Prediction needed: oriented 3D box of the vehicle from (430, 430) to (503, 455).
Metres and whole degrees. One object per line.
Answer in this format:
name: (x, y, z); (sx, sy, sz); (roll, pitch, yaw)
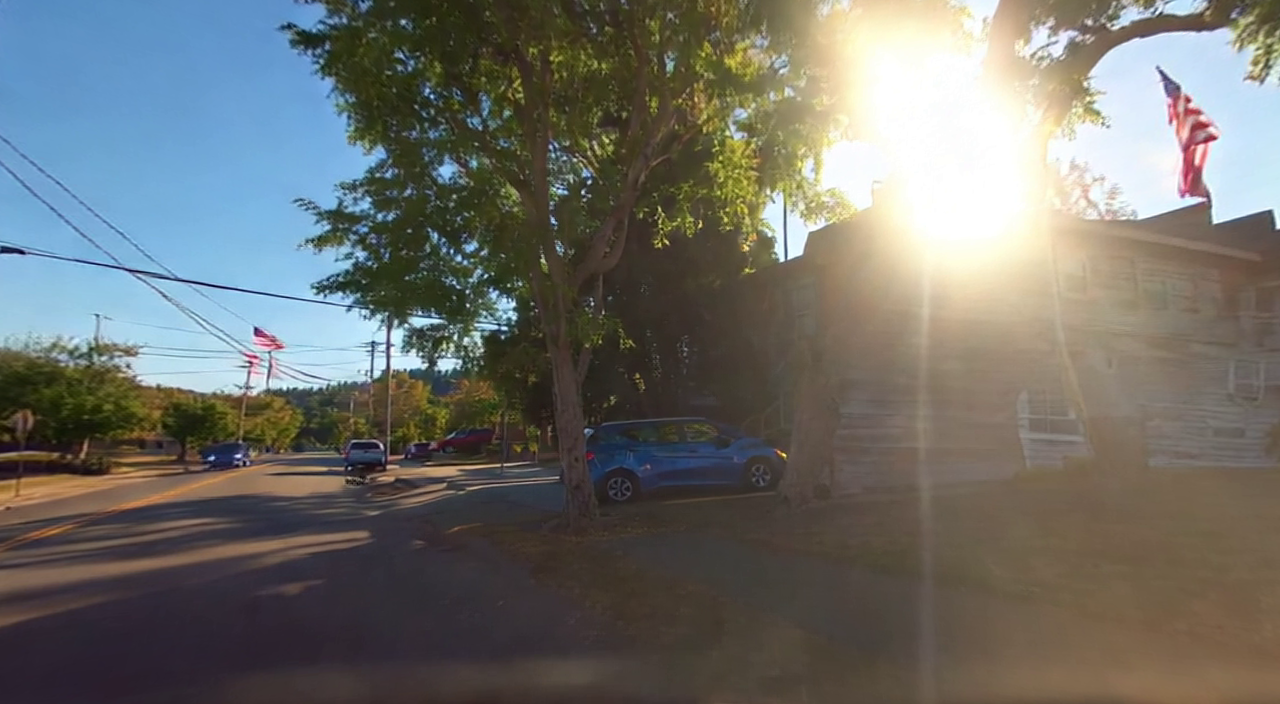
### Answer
vehicle: (-12.558, 6.537, 45.651); (4.767, 1.735, 1.920); (4, -10, -26)

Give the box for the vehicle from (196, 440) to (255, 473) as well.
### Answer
vehicle: (-24.042, 6.056, 36.813); (2.086, 1.798, 4.511); (4, -9, -24)

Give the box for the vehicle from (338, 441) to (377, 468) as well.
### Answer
vehicle: (-16.815, 6.067, 37.486); (1.941, 1.460, 4.206); (4, -10, -25)
